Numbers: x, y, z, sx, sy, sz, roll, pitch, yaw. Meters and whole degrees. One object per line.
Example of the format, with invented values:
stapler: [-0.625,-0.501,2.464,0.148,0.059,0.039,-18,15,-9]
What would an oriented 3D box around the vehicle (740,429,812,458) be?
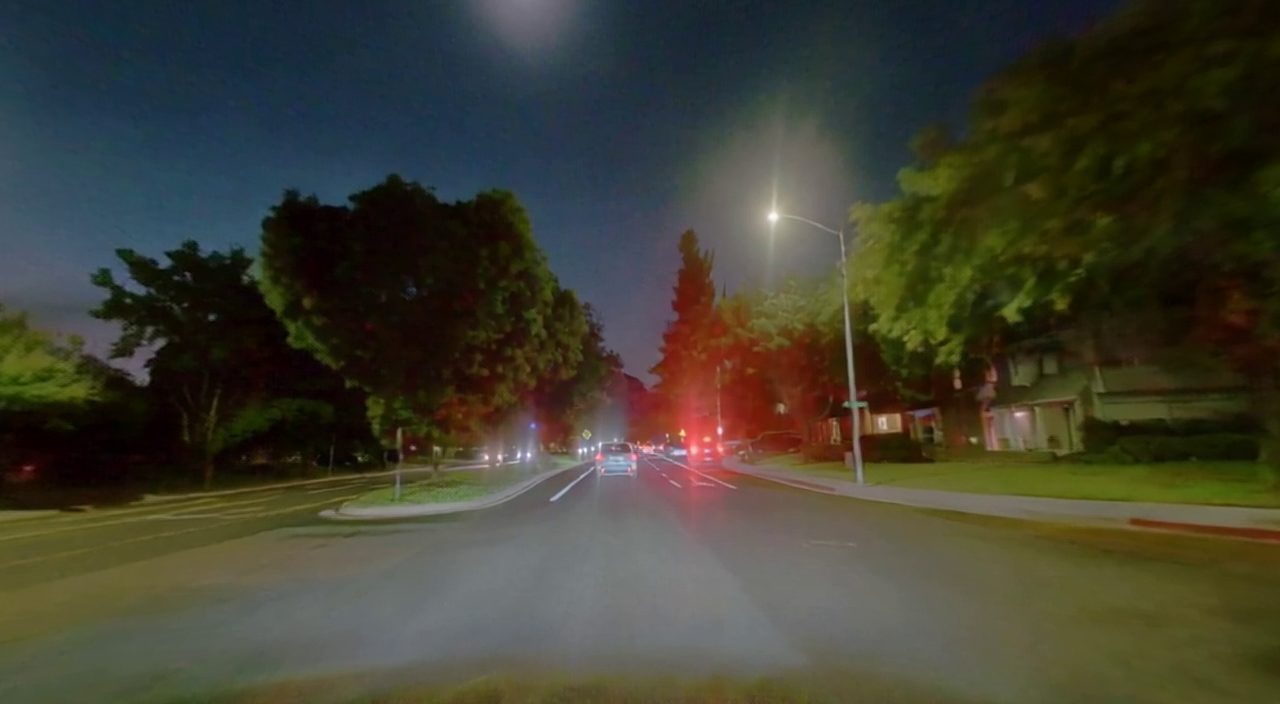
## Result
vehicle: [10.265,6.913,47.901,4.919,1.886,2.086,-3,-9,0]

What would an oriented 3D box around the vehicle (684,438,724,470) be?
vehicle: [3.801,6.129,38.343,2.045,1.776,4.851,0,-8,2]

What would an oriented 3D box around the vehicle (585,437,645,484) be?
vehicle: [-0.912,4.104,24.348,2.106,1.655,3.717,0,-8,-1]
